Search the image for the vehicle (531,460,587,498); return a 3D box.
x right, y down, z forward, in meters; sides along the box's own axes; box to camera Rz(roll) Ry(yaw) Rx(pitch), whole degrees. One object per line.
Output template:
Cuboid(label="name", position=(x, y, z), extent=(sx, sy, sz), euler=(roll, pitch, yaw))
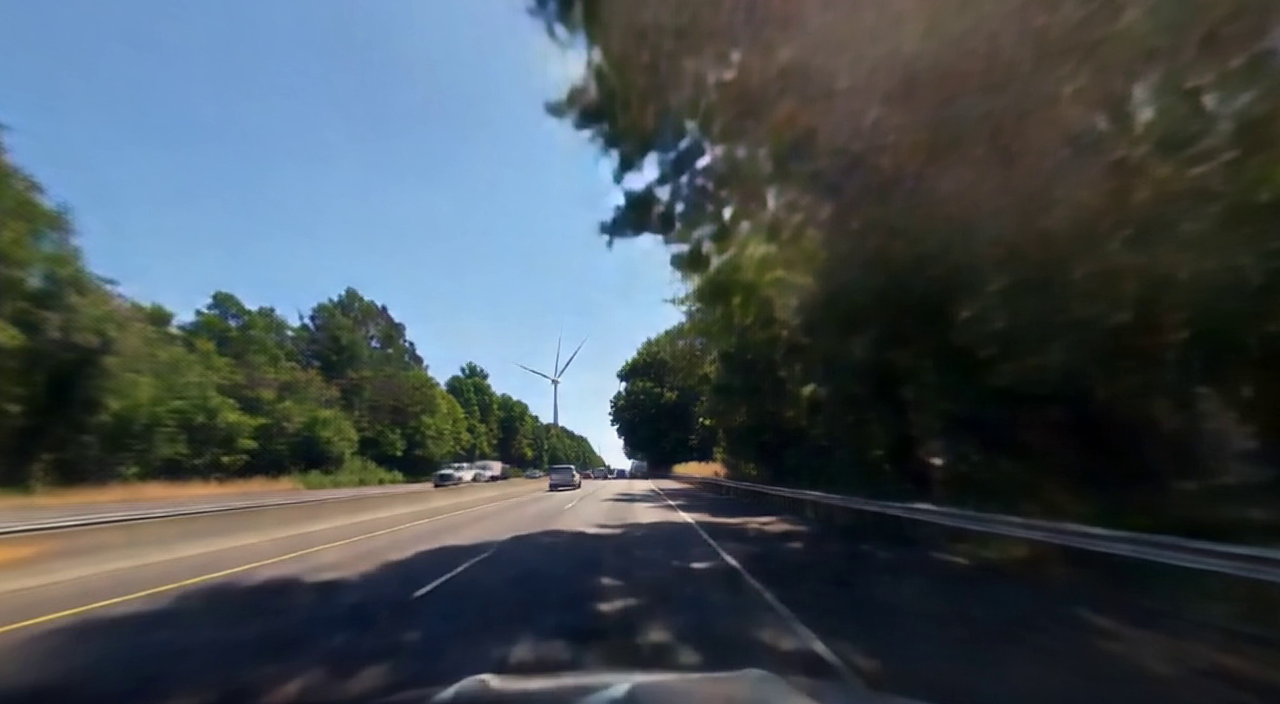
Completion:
Cuboid(label="vehicle", position=(-3.943, 6.317, 31.467), extent=(2.124, 1.705, 4.440), euler=(1, -11, 1))

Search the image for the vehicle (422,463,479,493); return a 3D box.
Cuboid(label="vehicle", position=(-12.497, 8.343, 41.906), extent=(2.064, 1.818, 5.180), euler=(0, -11, 1))
